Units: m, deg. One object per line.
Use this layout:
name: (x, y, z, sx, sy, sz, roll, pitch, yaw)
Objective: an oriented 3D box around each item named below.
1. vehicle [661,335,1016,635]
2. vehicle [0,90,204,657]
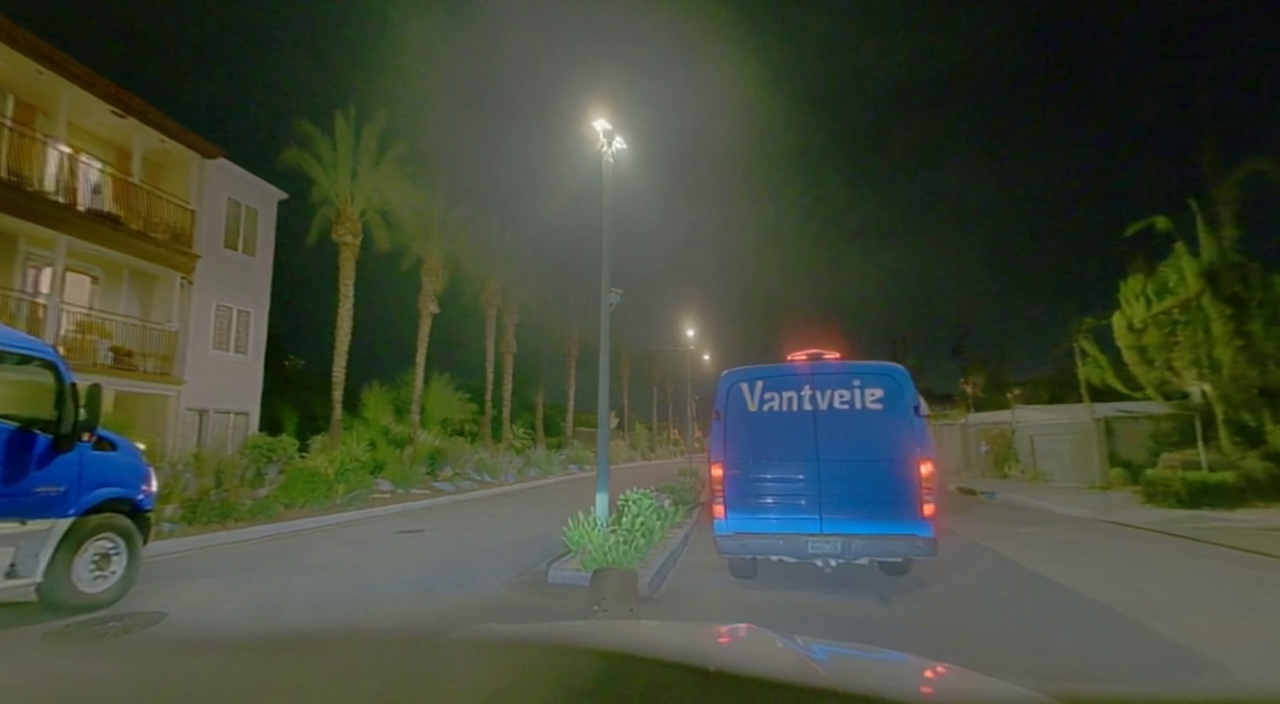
vehicle: (1.731, 1.359, 7.484, 2.418, 2.078, 5.866, -1, -9, 7)
vehicle: (-6.505, -0.405, 0.604, 2.998, 3.659, 10.517, -2, -9, 13)
